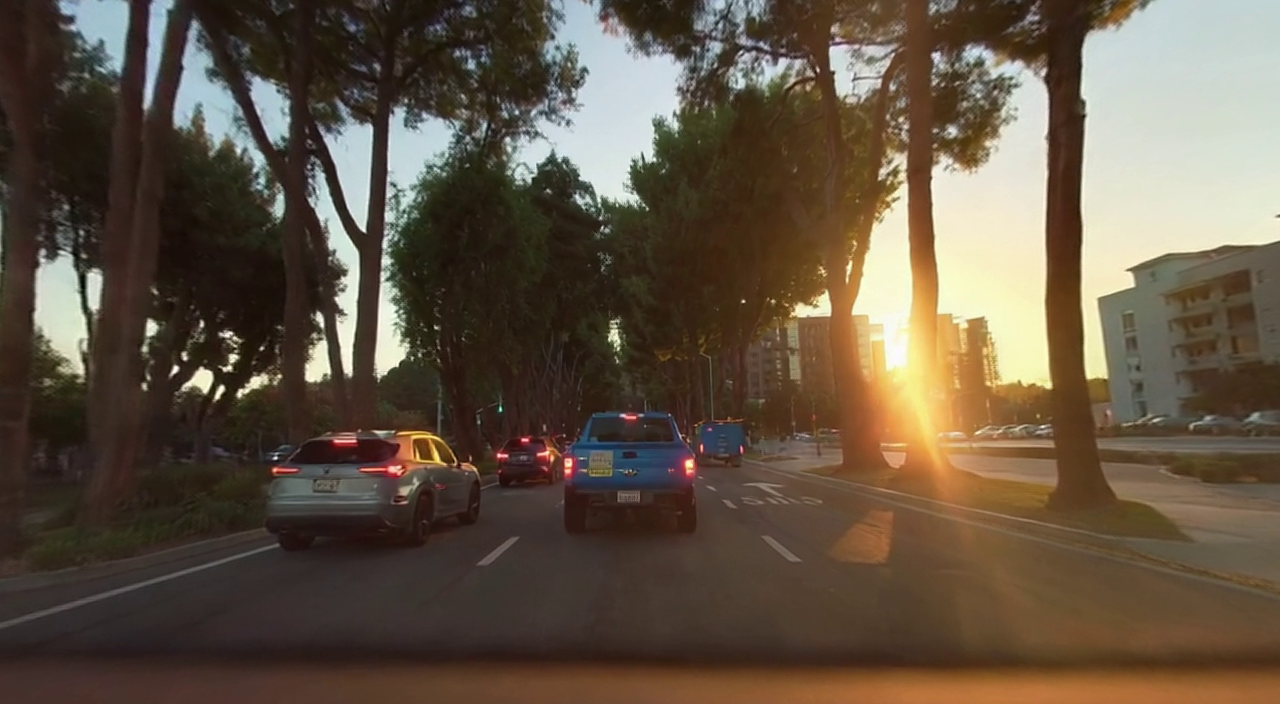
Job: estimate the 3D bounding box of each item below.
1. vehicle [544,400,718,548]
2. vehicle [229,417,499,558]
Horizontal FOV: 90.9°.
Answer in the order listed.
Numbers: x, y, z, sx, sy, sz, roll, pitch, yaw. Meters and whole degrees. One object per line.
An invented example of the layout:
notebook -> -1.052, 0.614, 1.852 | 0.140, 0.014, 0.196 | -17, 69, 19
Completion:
vehicle -> -0.089, 1.757, 9.627 | 2.075, 1.770, 4.018 | 0, -8, 1
vehicle -> -3.750, 1.921, 9.727 | 1.959, 1.614, 4.676 | 0, -8, 1
